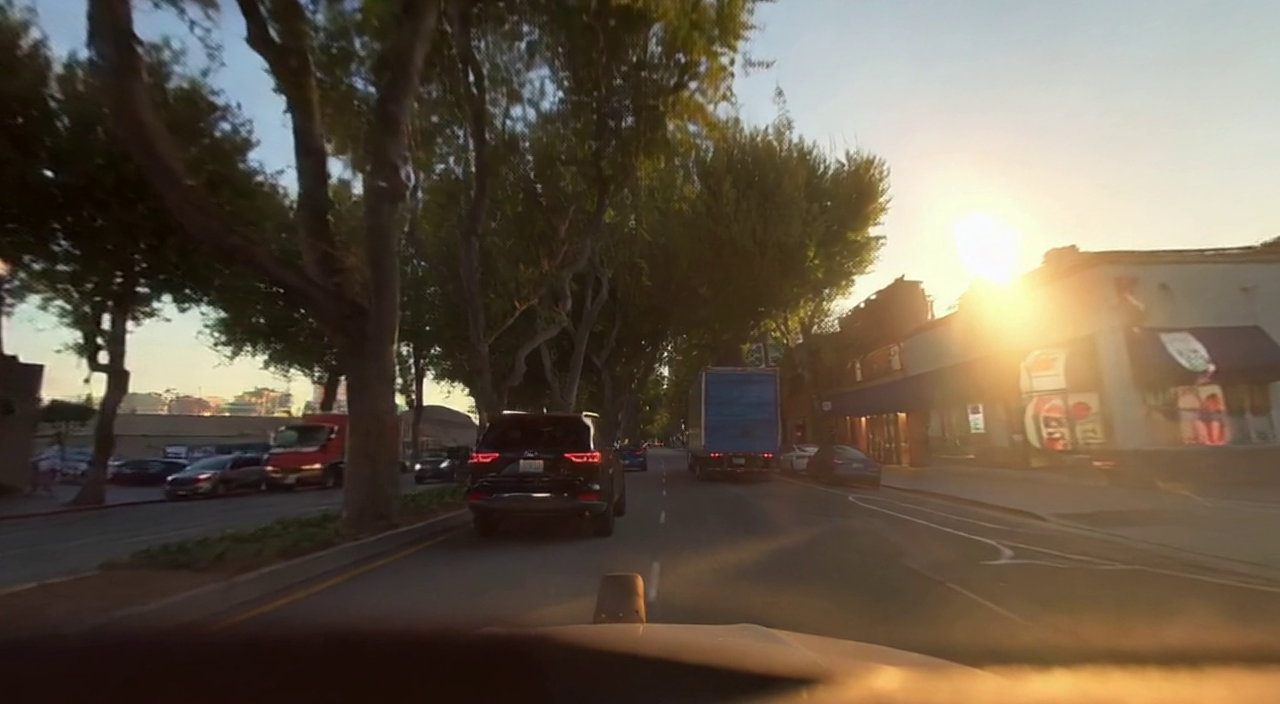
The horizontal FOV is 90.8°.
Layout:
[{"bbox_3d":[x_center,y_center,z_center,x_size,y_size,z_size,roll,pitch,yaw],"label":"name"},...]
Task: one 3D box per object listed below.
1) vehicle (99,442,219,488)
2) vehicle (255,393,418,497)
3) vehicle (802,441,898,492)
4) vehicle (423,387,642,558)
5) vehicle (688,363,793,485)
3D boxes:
[{"bbox_3d":[-27.639,6.465,36.675,2.153,2.378,5.796,0,-8,3],"label":"vehicle"},{"bbox_3d":[-12.294,3.899,26.569,3.027,3.656,7.024,-3,-9,4],"label":"vehicle"},{"bbox_3d":[6.847,3.751,21.065,1.929,1.522,4.158,-1,-9,3],"label":"vehicle"},{"bbox_3d":[-1.307,1.815,10.124,2.293,2.036,4.853,-1,-9,4],"label":"vehicle"},{"bbox_3d":[3.957,3.402,28.341,3.007,4.206,12.913,-1,-8,2],"label":"vehicle"}]
